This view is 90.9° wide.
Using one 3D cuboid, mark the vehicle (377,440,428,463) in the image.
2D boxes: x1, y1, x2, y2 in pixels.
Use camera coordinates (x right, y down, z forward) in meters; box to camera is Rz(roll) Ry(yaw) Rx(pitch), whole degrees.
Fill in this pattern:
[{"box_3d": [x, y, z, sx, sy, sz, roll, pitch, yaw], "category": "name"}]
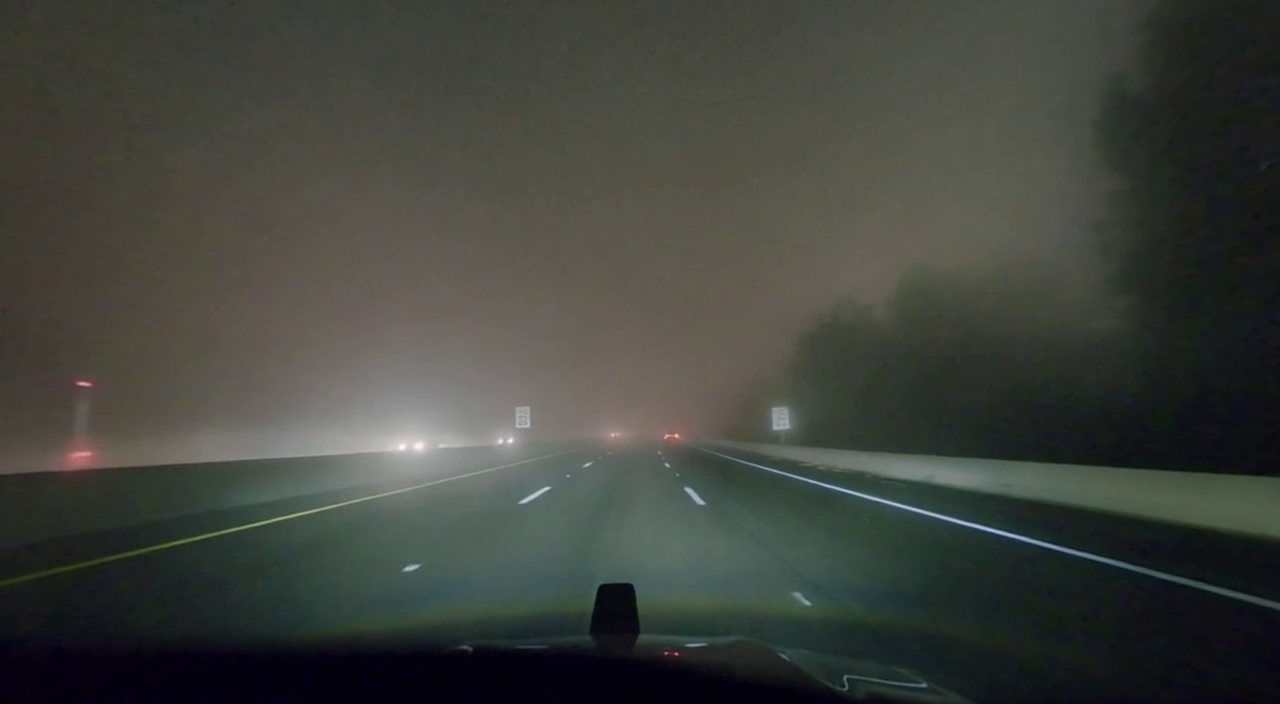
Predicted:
[{"box_3d": [-16.222, 6.796, 43.251, 1.935, 1.502, 3.903, 0, -8, 0], "category": "vehicle"}]
